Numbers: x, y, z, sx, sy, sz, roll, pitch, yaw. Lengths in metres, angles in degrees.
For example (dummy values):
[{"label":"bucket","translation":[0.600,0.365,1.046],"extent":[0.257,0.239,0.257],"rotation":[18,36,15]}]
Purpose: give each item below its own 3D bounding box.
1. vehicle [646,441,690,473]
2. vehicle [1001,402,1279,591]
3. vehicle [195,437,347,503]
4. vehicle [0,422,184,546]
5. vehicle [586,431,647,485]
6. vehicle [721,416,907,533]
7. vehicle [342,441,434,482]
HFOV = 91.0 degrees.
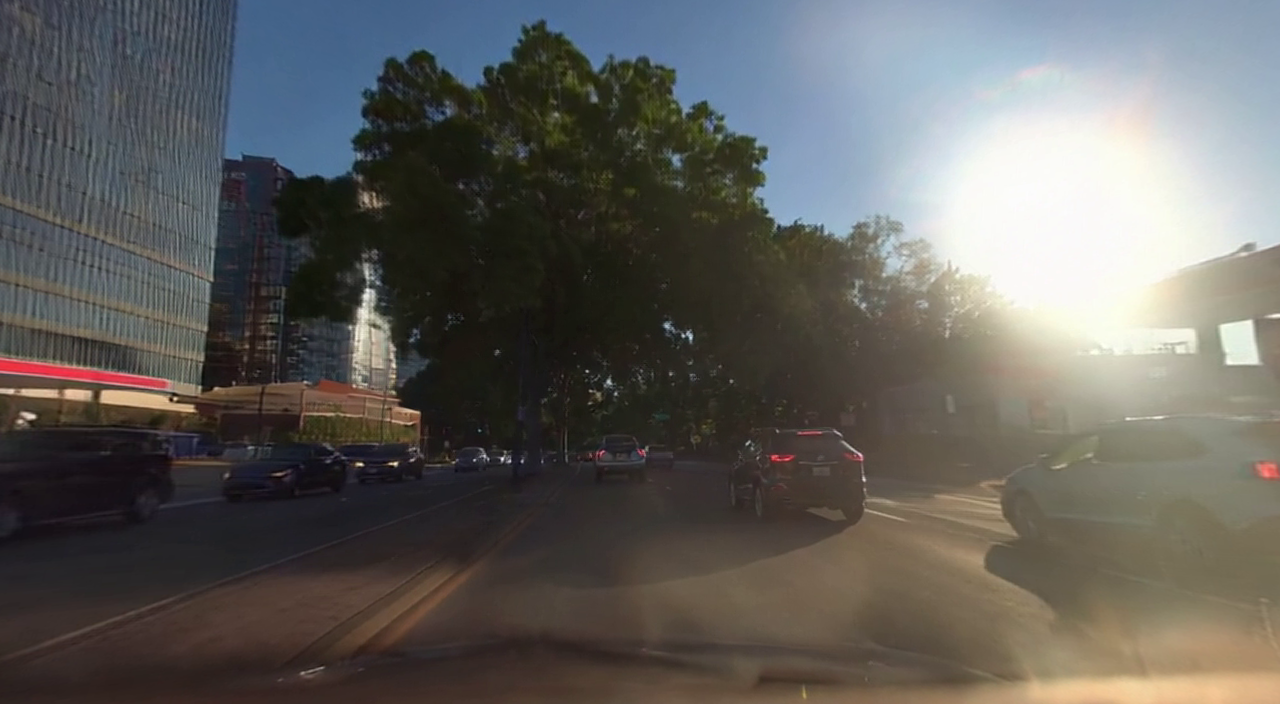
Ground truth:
[{"label":"vehicle","translation":[1.430,5.551,33.634],"extent":[1.800,1.592,3.658],"rotation":[1,-8,-6]},{"label":"vehicle","translation":[6.601,1.531,7.298],"extent":[2.047,1.653,4.423],"rotation":[0,-8,-3]},{"label":"vehicle","translation":[-9.015,2.879,15.782],"extent":[1.665,1.442,3.720],"rotation":[0,-8,-2]},{"label":"vehicle","translation":[-9.214,1.880,9.354],"extent":[1.943,1.575,3.927],"rotation":[0,-8,-2]},{"label":"vehicle","translation":[-0.938,3.873,23.278],"extent":[2.051,1.798,4.168],"rotation":[1,-8,-4]},{"label":"vehicle","translation":[2.914,2.169,11.682],"extent":[2.000,1.745,4.206],"rotation":[1,-8,-4]},{"label":"vehicle","translation":[-9.655,4.218,24.533],"extent":[1.872,1.439,4.507],"rotation":[0,-8,-2]}]
